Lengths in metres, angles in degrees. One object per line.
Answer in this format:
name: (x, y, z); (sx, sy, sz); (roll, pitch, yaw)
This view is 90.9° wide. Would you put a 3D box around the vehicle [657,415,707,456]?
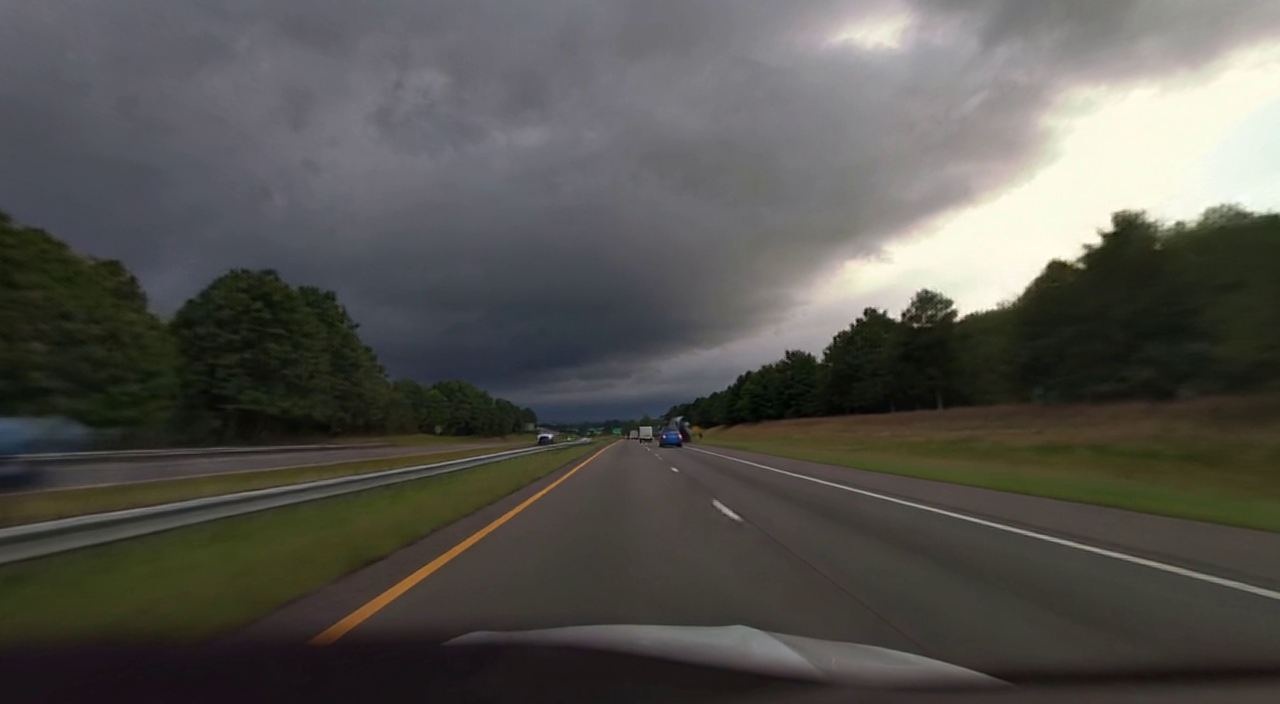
vehicle: (2.830, 5.939, 44.669); (2.821, 2.673, 6.205); (0, -8, -3)
